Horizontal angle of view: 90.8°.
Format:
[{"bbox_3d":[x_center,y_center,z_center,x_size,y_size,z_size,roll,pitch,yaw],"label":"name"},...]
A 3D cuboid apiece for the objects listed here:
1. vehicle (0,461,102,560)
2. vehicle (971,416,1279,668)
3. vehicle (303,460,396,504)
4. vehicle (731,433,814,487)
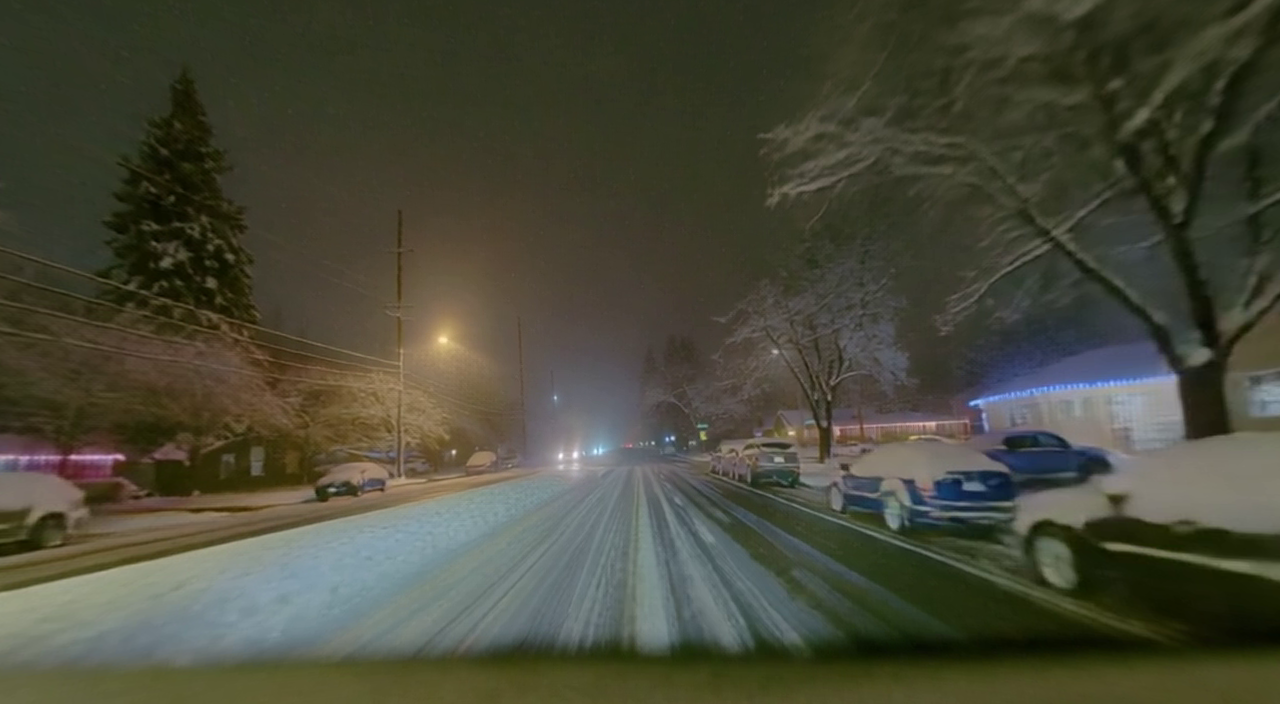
[{"bbox_3d":[-12.518,3.000,11.468,2.156,1.692,4.046,-6,-8,-4],"label":"vehicle"},{"bbox_3d":[4.839,1.287,4.692,1.933,1.511,5.086,0,-9,-1],"label":"vehicle"},{"bbox_3d":[-12.626,5.634,27.771,1.972,1.475,4.503,-5,-9,-1],"label":"vehicle"},{"bbox_3d":[4.586,3.833,22.625,1.919,1.698,4.747,0,-9,0],"label":"vehicle"}]
